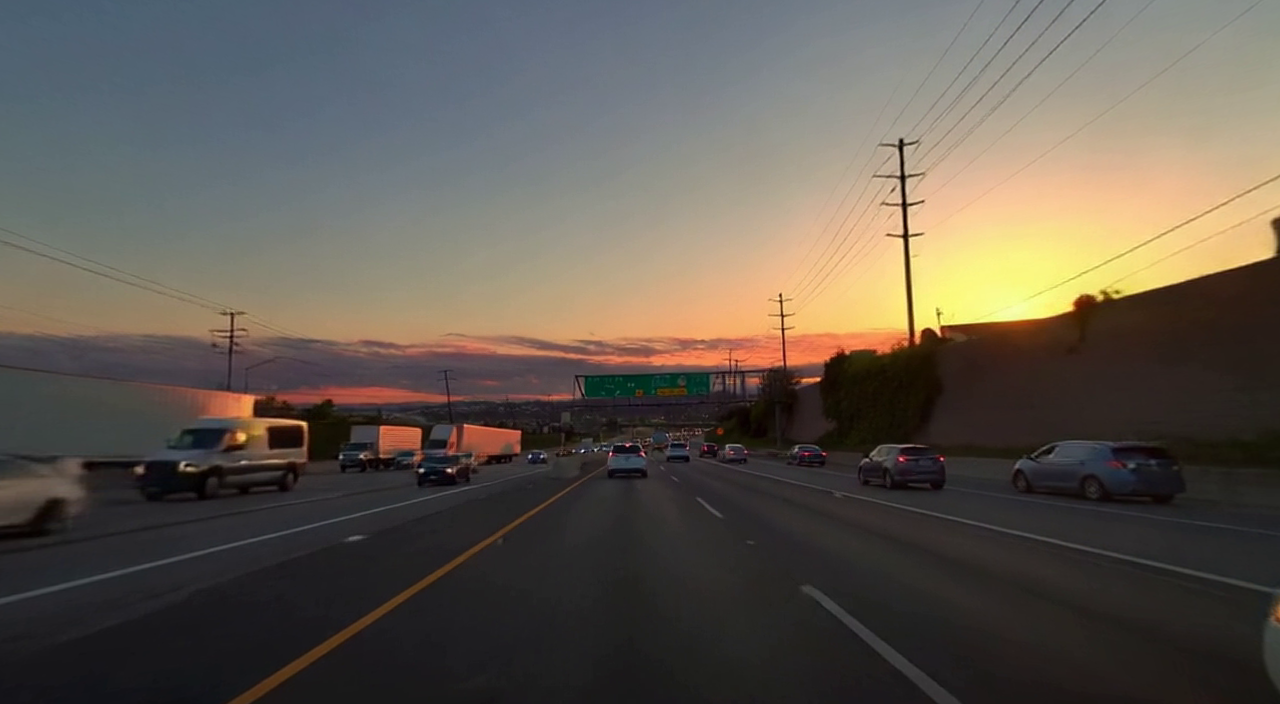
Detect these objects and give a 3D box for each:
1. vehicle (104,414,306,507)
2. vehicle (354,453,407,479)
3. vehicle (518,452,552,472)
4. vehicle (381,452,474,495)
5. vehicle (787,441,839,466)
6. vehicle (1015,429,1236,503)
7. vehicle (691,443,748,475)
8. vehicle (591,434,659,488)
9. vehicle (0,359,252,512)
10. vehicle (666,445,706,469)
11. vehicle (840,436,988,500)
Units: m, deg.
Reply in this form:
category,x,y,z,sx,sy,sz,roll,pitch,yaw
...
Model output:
category,x,y,z,sx,sy,sz,roll,pitch,yaw
vehicle,-14.948,3.777,22.531,2.350,2.794,6.786,0,-8,0
vehicle,-18.349,8.019,44.855,1.866,1.689,4.569,0,-8,-1
vehicle,-8.151,8.576,49.484,1.897,1.470,4.474,0,-8,0
vehicle,-8.239,4.714,24.974,2.086,1.477,4.438,0,-8,0
vehicle,10.854,6.396,40.005,1.901,1.485,4.483,0,-8,-2
vehicle,11.320,2.672,15.212,1.944,1.505,4.138,0,-8,-2
vehicle,3.868,5.293,31.520,1.934,1.461,4.368,1,-9,-5
vehicle,-0.520,3.997,23.513,2.298,1.809,4.359,0,-8,-1
vehicle,-18.438,2.730,20.242,3.134,3.965,14.329,0,-8,-1
vehicle,2.880,6.667,40.290,2.115,1.481,3.968,0,-8,-2
vehicle,7.042,3.013,16.813,1.958,1.473,4.201,0,-8,-1
